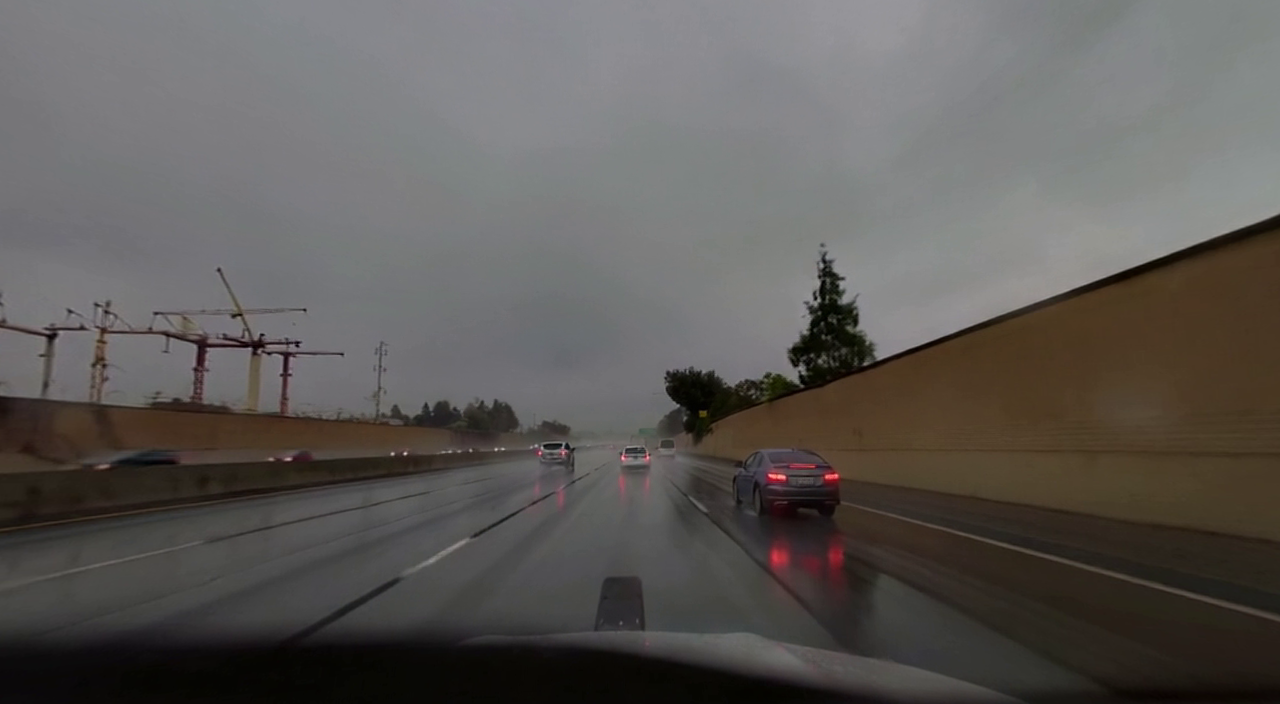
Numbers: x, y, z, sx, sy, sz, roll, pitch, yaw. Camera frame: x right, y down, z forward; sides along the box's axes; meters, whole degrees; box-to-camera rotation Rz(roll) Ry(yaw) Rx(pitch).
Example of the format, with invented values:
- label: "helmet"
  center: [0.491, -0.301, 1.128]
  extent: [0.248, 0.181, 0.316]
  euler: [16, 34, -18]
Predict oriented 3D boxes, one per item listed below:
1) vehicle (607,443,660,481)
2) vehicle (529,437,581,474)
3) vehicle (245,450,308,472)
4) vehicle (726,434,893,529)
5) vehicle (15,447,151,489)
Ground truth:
- label: "vehicle"
  center: [-0.294, 4.561, 26.454]
  extent: [2.045, 1.452, 4.040]
  euler: [0, -8, -1]
- label: "vehicle"
  center: [-4.371, 5.409, 33.141]
  extent: [2.121, 1.775, 4.335]
  euler: [0, -8, 1]
- label: "vehicle"
  center: [-25.927, 7.786, 45.254]
  extent: [1.819, 1.477, 4.502]
  euler: [0, -8, 0]
- label: "vehicle"
  center: [3.071, 2.448, 12.598]
  extent: [1.917, 1.507, 4.540]
  euler: [0, -8, -2]
- label: "vehicle"
  center: [-22.026, 4.556, 25.237]
  extent: [1.751, 1.510, 3.999]
  euler: [0, -8, 0]
